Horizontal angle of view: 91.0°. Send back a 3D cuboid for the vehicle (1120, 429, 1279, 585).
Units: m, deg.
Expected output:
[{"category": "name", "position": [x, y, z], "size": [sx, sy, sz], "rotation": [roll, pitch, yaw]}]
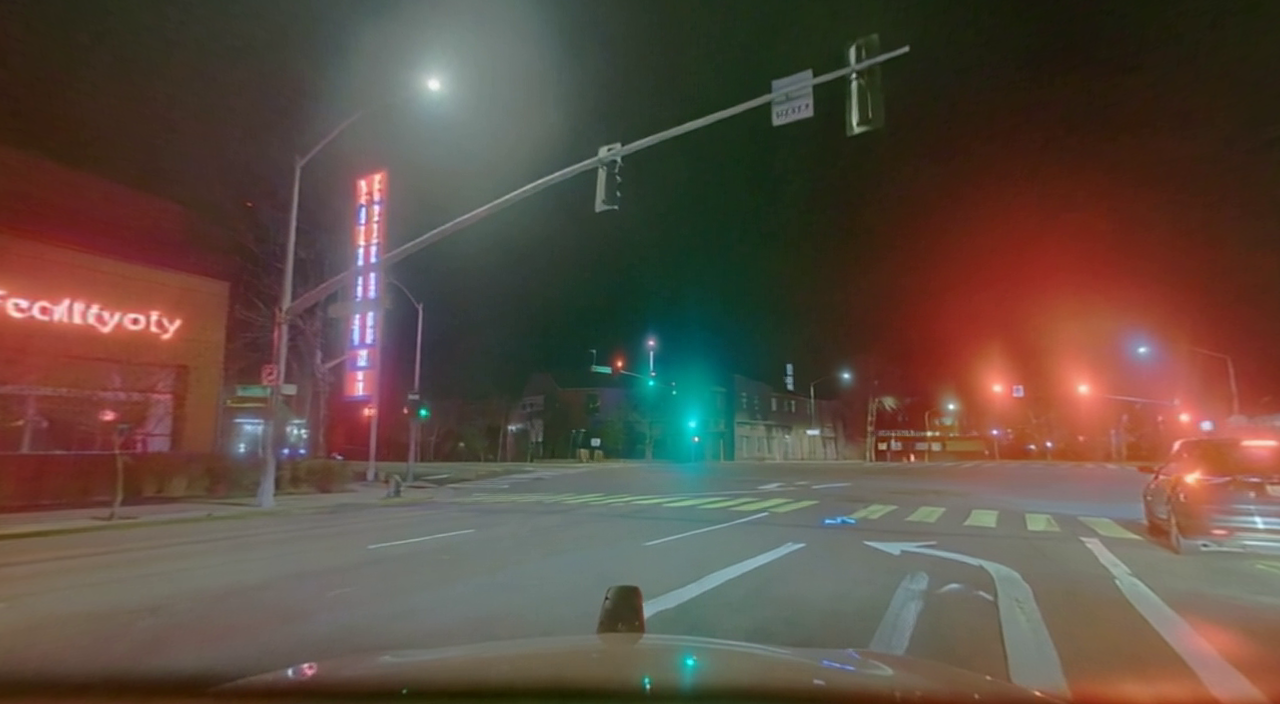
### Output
[{"category": "vehicle", "position": [8.018, 1.879, 8.317], "size": [2.067, 1.625, 4.073], "rotation": [-5, -10, 30]}]
